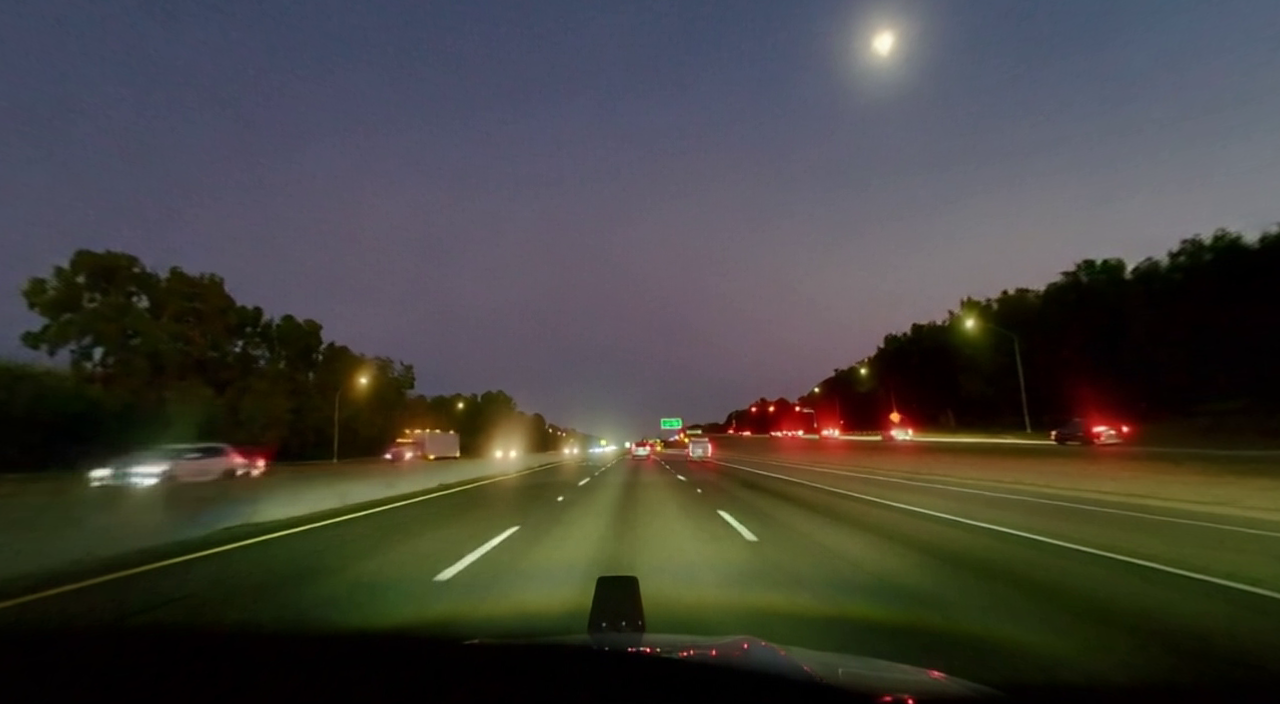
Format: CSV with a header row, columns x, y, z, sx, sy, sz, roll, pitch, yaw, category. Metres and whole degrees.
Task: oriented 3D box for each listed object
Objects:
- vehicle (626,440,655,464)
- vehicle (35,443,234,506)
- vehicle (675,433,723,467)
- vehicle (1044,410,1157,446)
x,y,z,sx,sy,sz,roll,pitch,yaw,category
0.069,7.643,48.402,2.105,1.711,4.293,0,-8,1,vehicle
-15.165,3.652,19.415,2.047,1.671,4.892,0,-8,0,vehicle
3.778,6.445,41.590,2.505,2.020,5.532,0,-8,-1,vehicle
20.596,3.492,28.480,1.872,1.459,4.502,-1,-8,3,vehicle
